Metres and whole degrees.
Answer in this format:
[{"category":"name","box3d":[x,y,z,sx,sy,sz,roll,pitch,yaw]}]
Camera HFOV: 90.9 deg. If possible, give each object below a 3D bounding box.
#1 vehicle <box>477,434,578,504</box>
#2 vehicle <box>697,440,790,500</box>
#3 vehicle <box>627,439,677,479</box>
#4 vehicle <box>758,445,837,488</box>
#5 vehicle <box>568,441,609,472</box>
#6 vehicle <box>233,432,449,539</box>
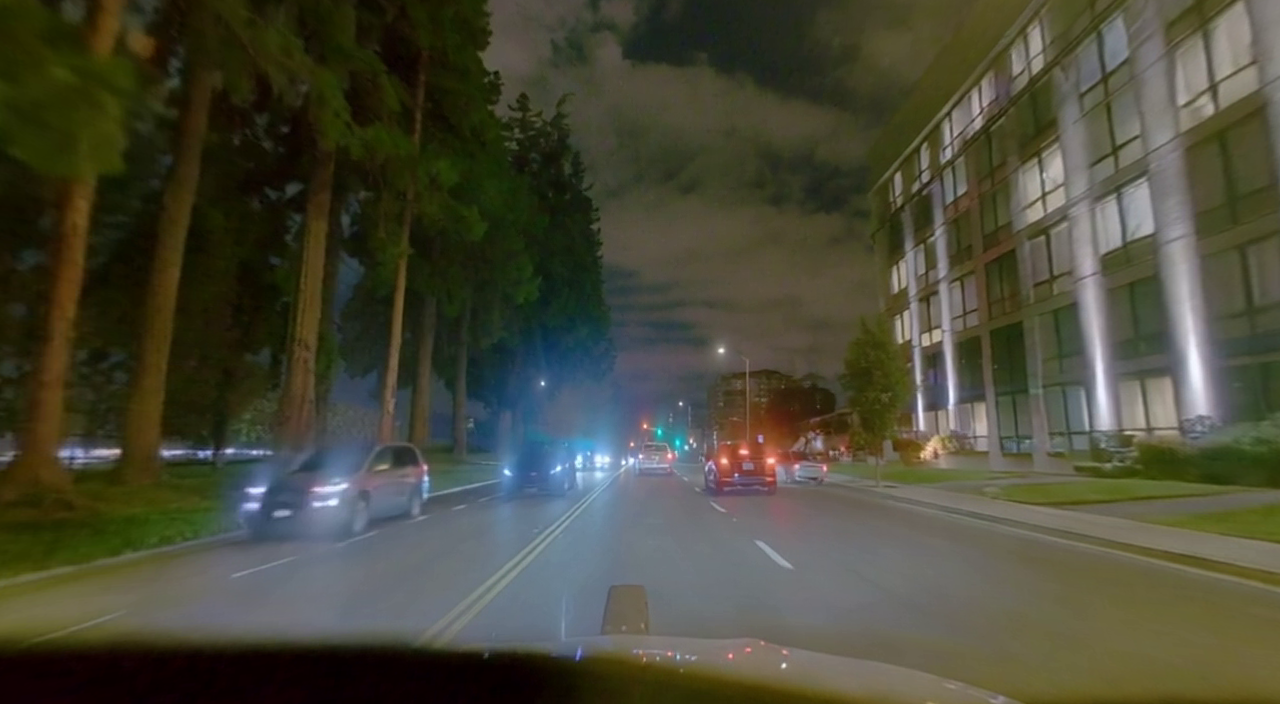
[{"category":"vehicle","box3d":[-3.026,3.254,17.958,2.065,1.708,4.311,0,-9,0]},{"category":"vehicle","box3d":[2.873,3.382,18.443,1.991,1.536,4.116,0,-9,-1]},{"category":"vehicle","box3d":[0.484,4.813,28.575,2.105,1.653,3.887,0,-9,0]},{"category":"vehicle","box3d":[5.956,4.364,24.426,1.885,1.467,4.546,0,-9,0]},{"category":"vehicle","box3d":[-3.104,6.365,38.610,2.041,1.788,4.527,0,-9,1]},{"category":"vehicle","box3d":[-5.748,2.606,13.023,2.132,1.769,4.760,0,-9,0]}]
